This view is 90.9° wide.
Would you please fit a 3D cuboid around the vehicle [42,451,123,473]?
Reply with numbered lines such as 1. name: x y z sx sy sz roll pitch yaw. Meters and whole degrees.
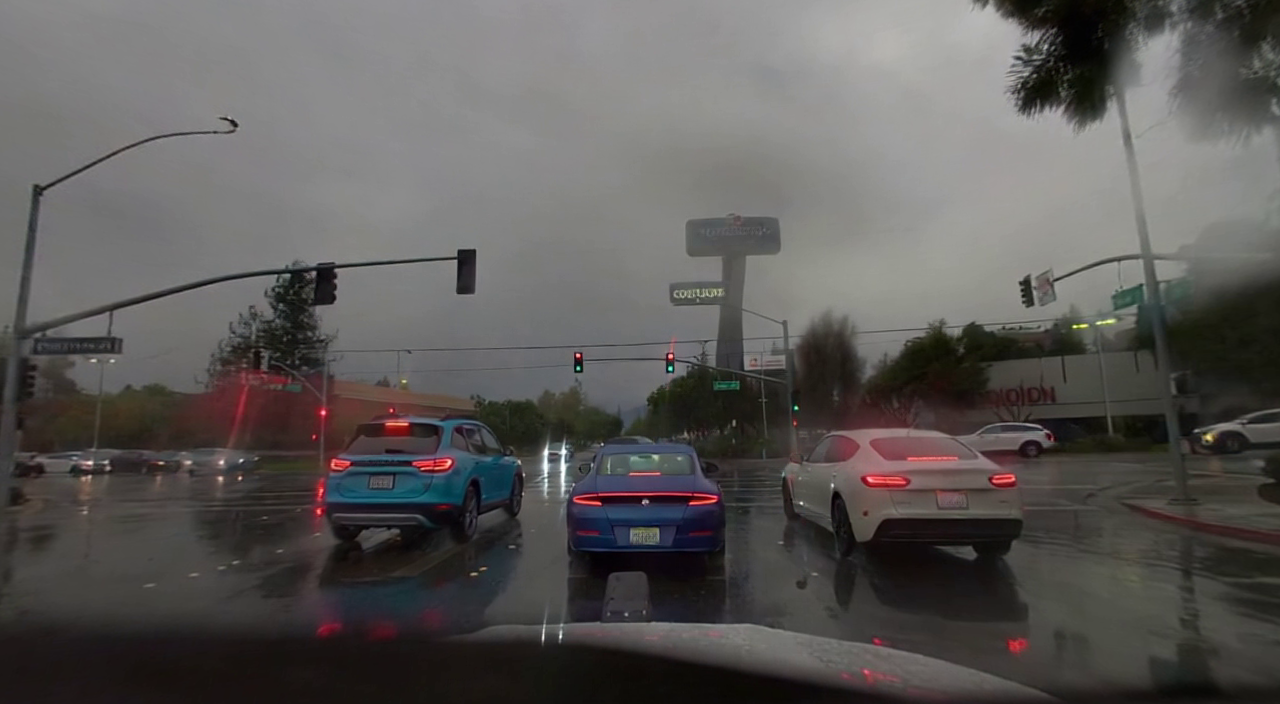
1. vehicle: -41.305 8.155 46.781 4.195 1.533 1.752 0 -8 -3

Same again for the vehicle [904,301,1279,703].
1. vehicle: 3.098 0.805 2.518 2.143 1.759 4.531 0 -8 1

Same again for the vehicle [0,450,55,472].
1. vehicle: -46.160 7.956 46.164 4.545 1.558 1.833 0 -8 -4

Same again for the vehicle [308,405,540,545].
1. vehicle: -3.162 1.941 10.564 2.061 1.781 4.842 0 -8 1

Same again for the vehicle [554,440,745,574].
1. vehicle: 0.113 1.866 8.385 1.945 1.343 3.827 0 -8 1
